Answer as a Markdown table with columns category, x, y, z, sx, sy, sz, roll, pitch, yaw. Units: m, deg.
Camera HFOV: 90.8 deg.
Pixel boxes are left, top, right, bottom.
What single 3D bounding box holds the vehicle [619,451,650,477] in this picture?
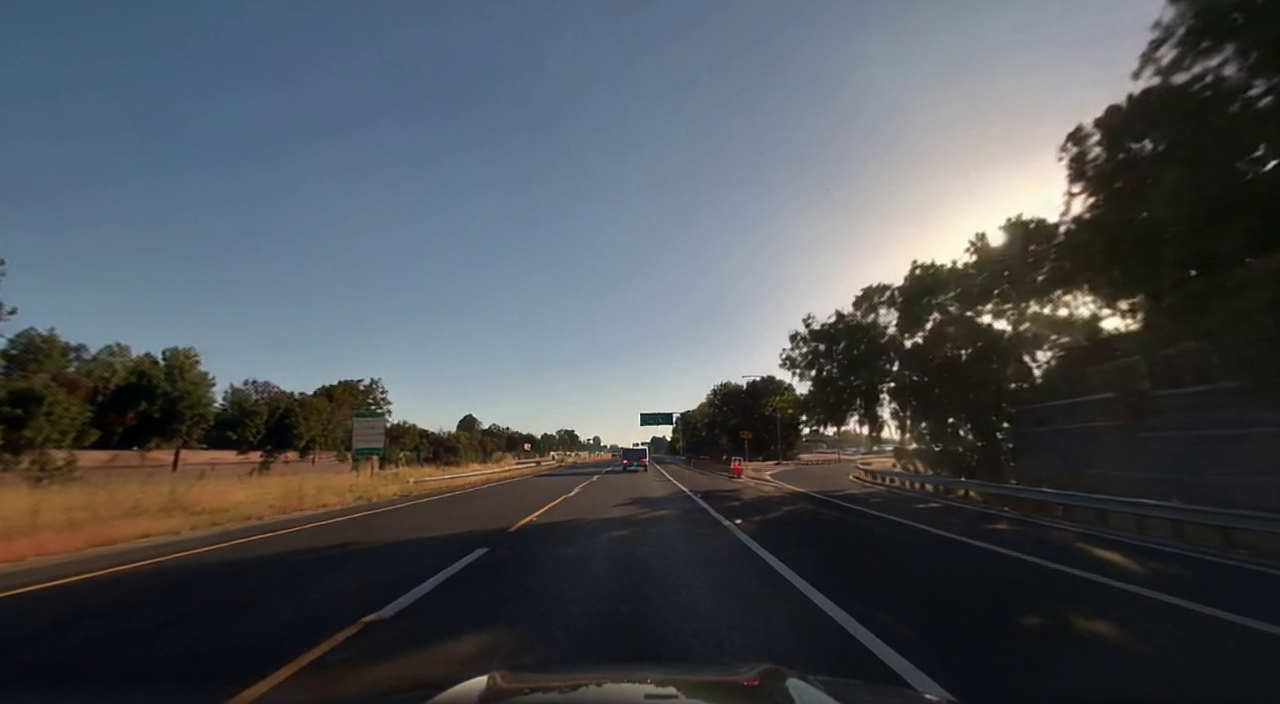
| category | x | y | z | sx | sy | sz | roll | pitch | yaw |
| --- | --- | --- | --- | --- | --- | --- | --- | --- | --- |
| vehicle | -0.274 | 6.568 | 37.193 | 1.695 | 1.437 | 3.506 | 0 | -9 | 1 |
